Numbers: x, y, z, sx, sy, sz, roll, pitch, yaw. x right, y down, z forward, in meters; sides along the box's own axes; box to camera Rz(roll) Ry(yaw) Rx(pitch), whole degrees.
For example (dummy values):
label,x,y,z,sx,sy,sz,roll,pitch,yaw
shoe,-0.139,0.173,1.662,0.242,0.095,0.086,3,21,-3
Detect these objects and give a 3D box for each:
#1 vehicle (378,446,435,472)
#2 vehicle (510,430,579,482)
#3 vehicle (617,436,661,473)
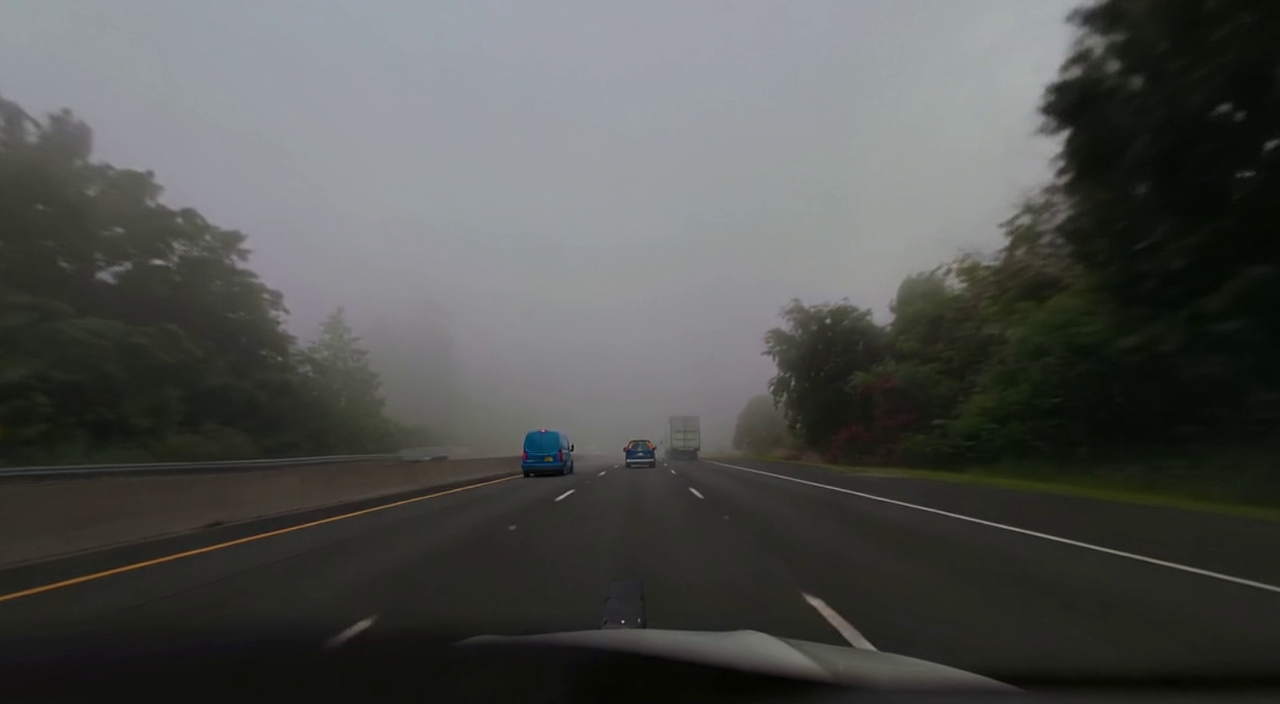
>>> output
label,x,y,z,sx,sy,sz,roll,pitch,yaw
vehicle,-14.885,6.828,40.454,1.896,1.515,4.601,-1,-8,0
vehicle,-3.939,4.413,27.006,2.167,1.991,5.062,0,-9,0
vehicle,-0.055,5.519,33.975,2.209,1.825,4.036,-1,-9,0
